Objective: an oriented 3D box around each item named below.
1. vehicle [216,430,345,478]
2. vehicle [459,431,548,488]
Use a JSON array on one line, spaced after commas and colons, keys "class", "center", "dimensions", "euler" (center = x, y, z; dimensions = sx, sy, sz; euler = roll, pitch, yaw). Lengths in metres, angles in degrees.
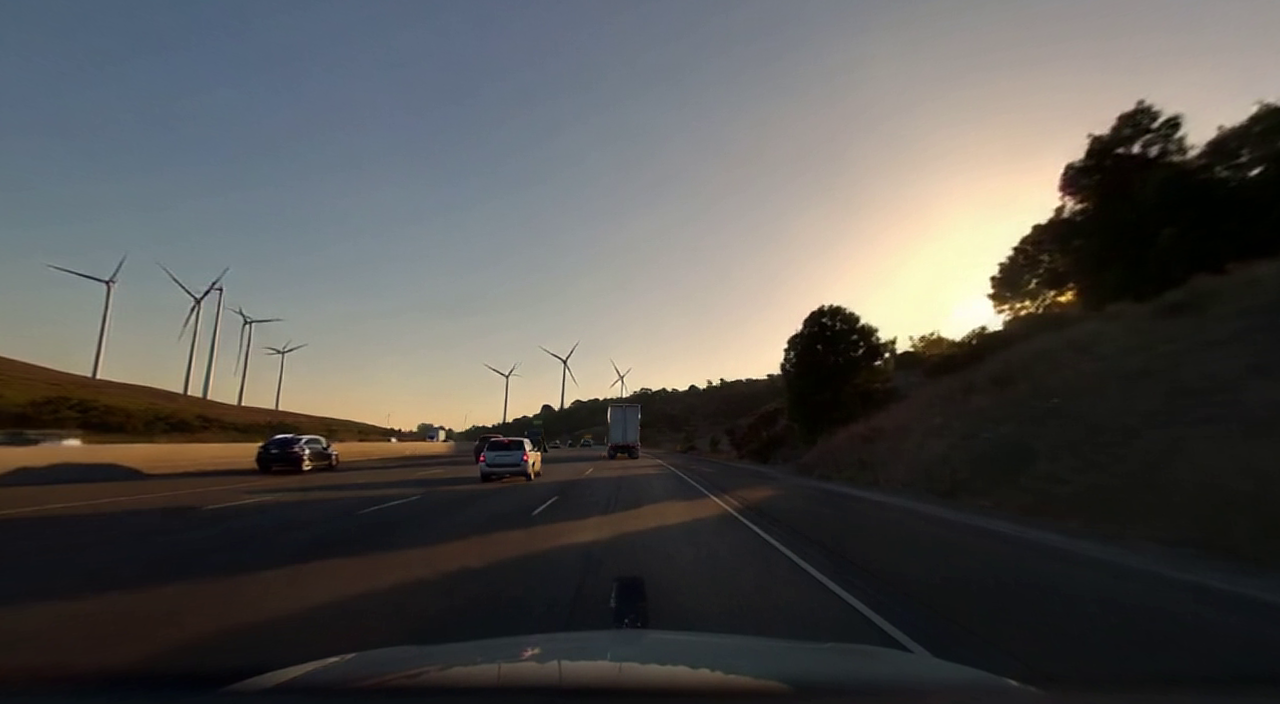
[{"class": "vehicle", "center": [-15.114, 4.312, 26.923], "dimensions": [2.285, 1.835, 5.672], "euler": [0, -8, -1]}, {"class": "vehicle", "center": [-4.352, 3.479, 20.657], "dimensions": [2.109, 1.684, 3.783], "euler": [0, -8, -1]}]
